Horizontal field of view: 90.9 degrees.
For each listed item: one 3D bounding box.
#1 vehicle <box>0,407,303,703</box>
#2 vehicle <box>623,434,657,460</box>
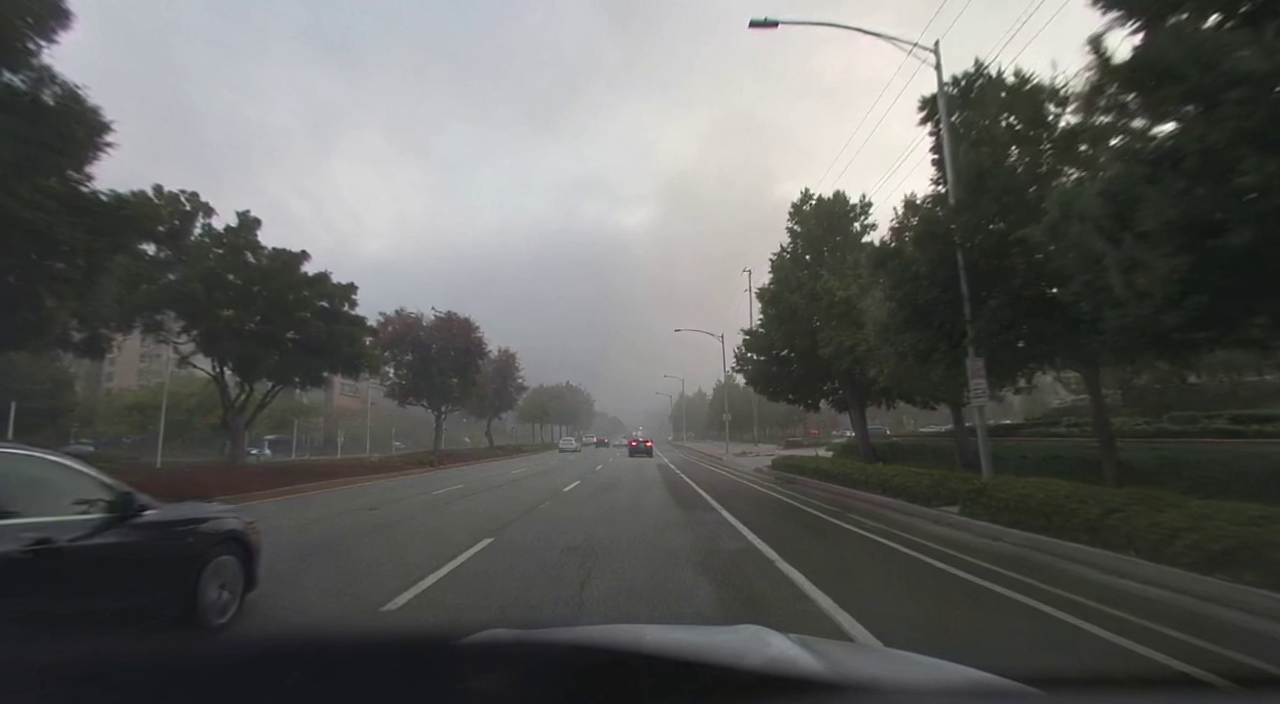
[{"bbox_3d":[-3.767,0.971,2.673,1.942,1.462,4.905,0,-8,0],"label":"vehicle"},{"bbox_3d":[-0.010,6.438,42.914,2.199,1.652,4.101,0,-8,0],"label":"vehicle"}]
